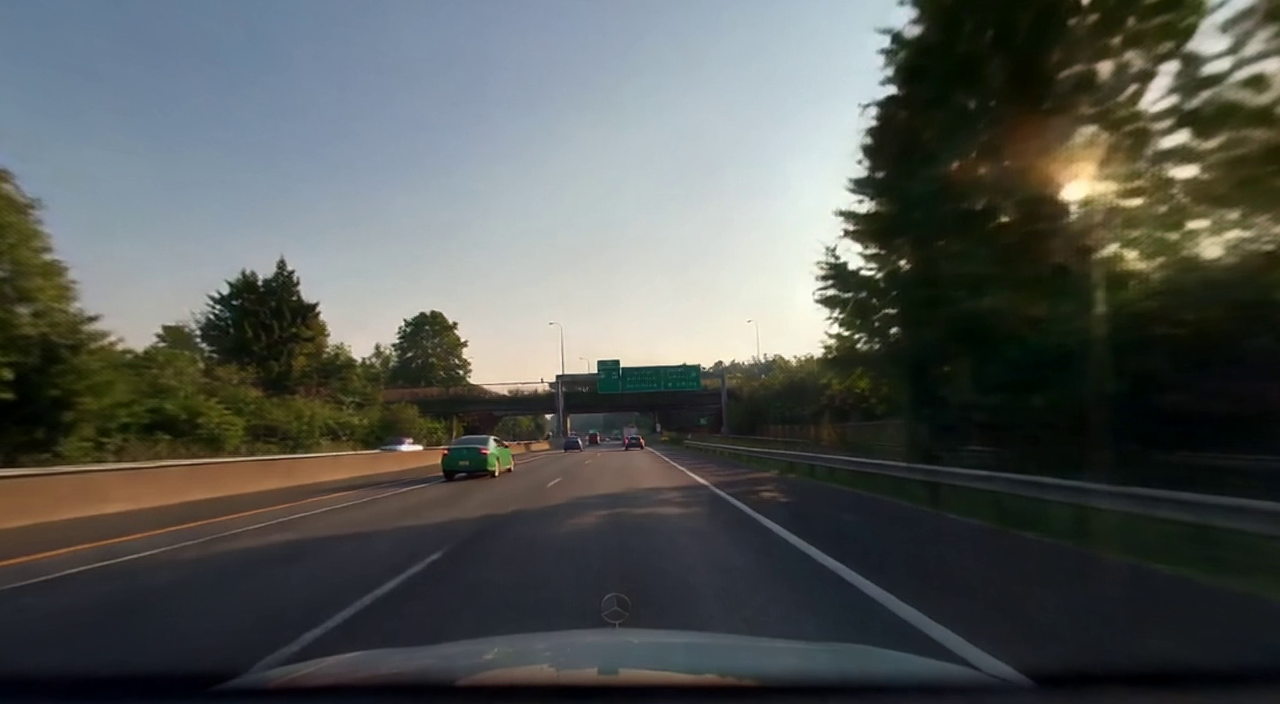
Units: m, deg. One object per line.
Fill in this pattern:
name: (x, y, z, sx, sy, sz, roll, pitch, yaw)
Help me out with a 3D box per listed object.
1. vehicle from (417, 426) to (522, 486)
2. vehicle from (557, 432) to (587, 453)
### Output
vehicle: (-4.684, 2.902, 17.892, 1.959, 1.514, 3.668, 0, -8, 0)
vehicle: (-5.266, 7.073, 49.229, 1.972, 1.537, 4.173, 0, -8, -2)
